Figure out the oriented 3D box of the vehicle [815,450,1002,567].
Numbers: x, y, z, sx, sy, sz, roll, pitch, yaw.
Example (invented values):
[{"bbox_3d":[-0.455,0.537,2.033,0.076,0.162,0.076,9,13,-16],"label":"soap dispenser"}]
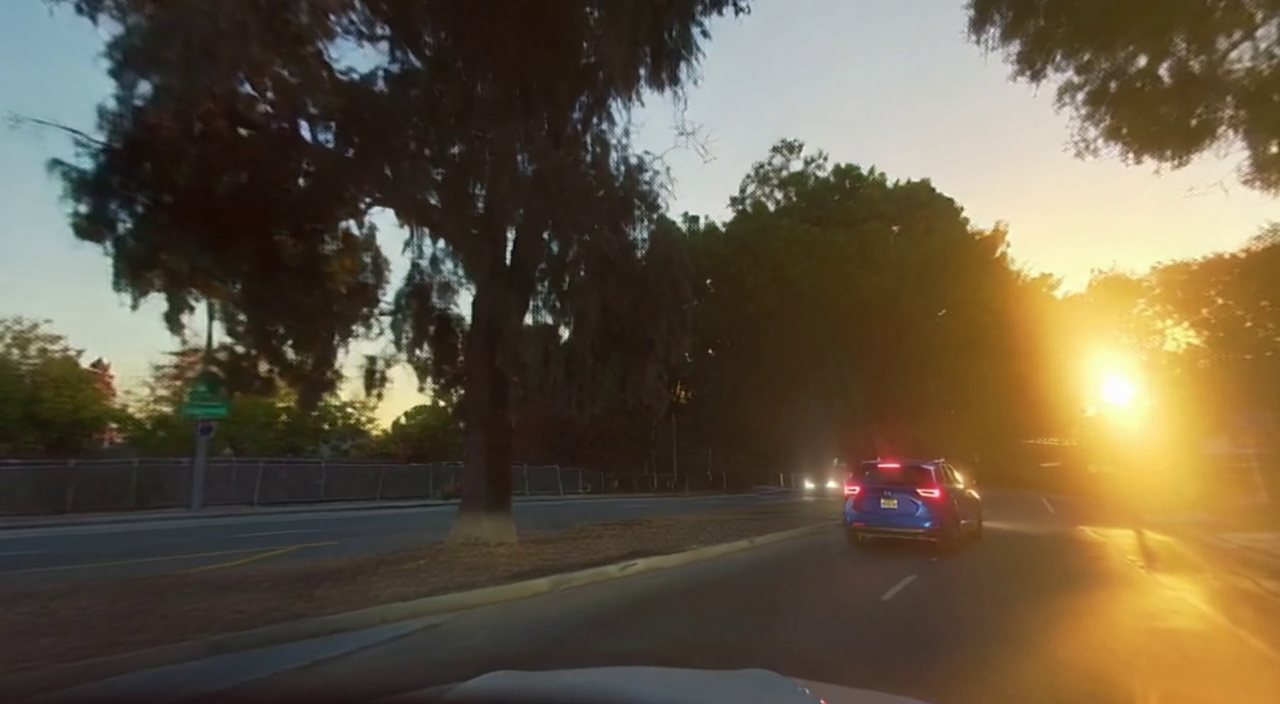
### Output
[{"bbox_3d":[4.750,2.463,10.803,2.148,1.521,4.089,-6,-10,33],"label":"vehicle"}]
